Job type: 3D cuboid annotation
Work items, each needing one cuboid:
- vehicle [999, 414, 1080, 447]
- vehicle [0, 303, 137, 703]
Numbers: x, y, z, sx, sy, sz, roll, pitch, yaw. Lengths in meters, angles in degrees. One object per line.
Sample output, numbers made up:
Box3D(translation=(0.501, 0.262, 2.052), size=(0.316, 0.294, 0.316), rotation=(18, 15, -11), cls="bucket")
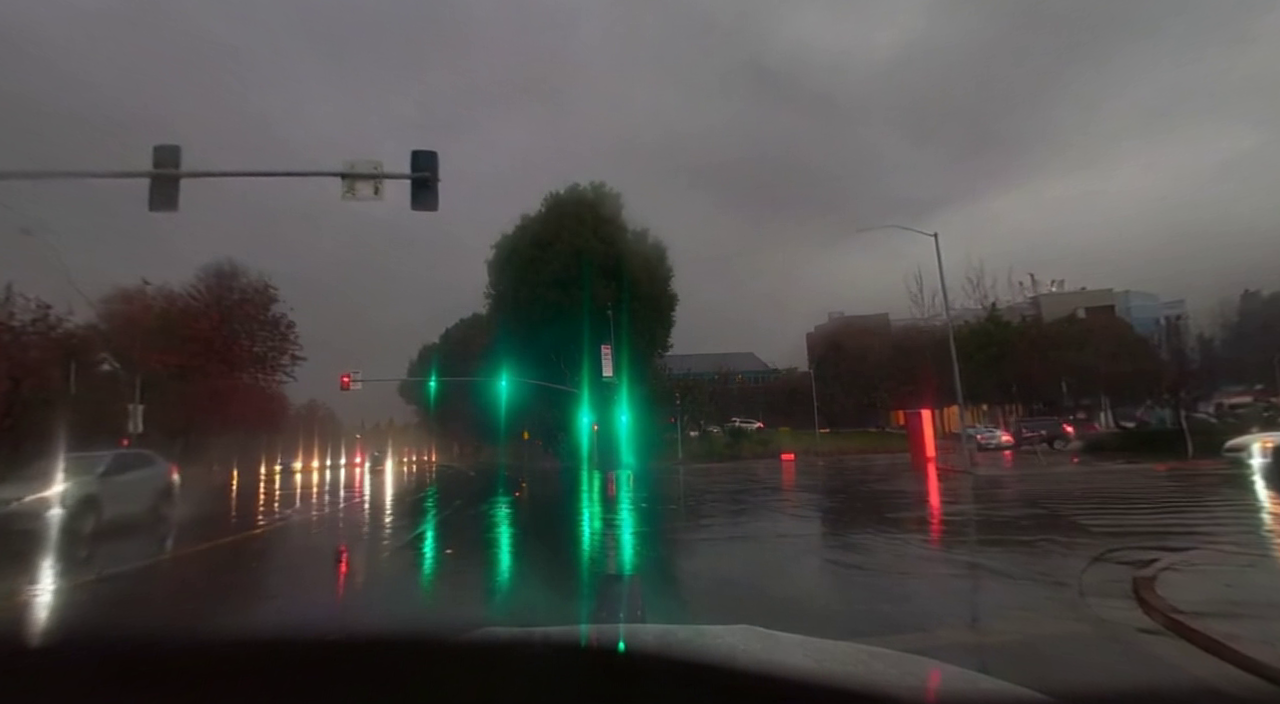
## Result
Box3D(translation=(24.741, 4.910, 39.092), size=(4.523, 1.908, 1.930), rotation=(4, -9, -25), cls="vehicle")
Box3D(translation=(-3.514, 0.423, 0.391), size=(2.134, 1.799, 5.082), rotation=(0, -9, 1), cls="vehicle")
